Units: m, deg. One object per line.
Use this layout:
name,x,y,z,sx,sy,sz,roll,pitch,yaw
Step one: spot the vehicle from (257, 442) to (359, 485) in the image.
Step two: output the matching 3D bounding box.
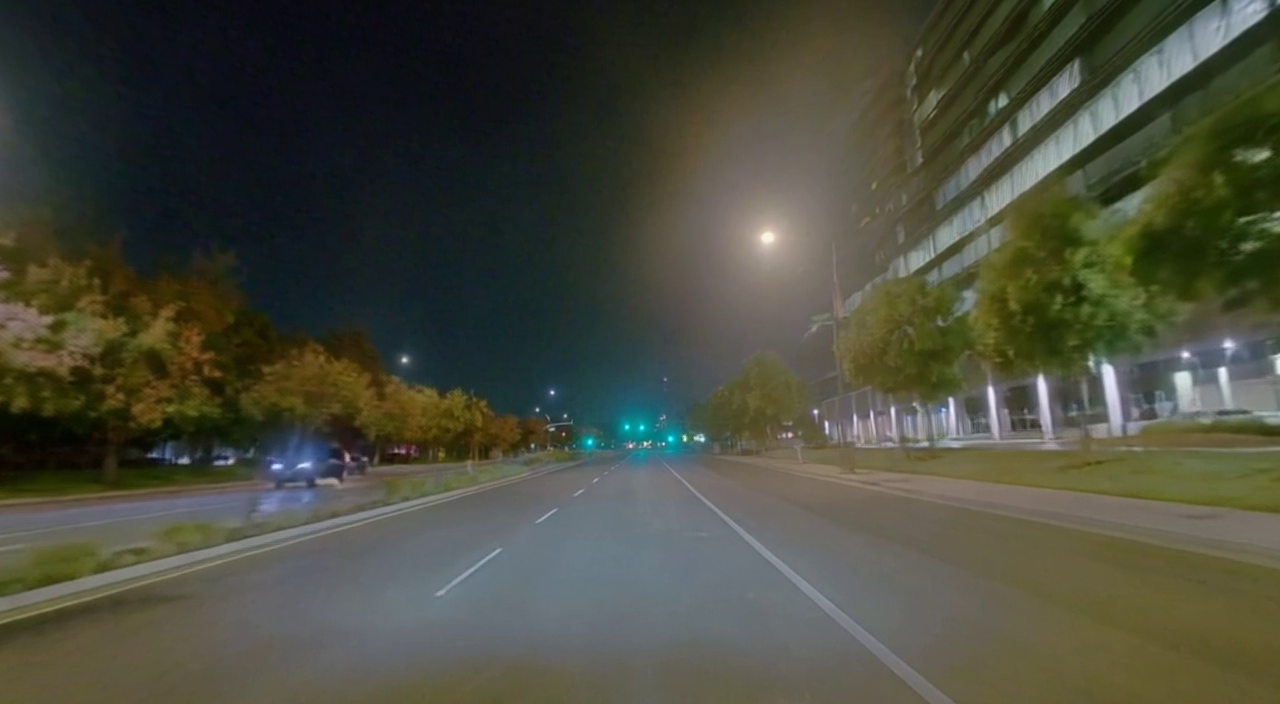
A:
vehicle,-14.700,4.922,28.142,1.936,1.718,4.643,0,-8,1
